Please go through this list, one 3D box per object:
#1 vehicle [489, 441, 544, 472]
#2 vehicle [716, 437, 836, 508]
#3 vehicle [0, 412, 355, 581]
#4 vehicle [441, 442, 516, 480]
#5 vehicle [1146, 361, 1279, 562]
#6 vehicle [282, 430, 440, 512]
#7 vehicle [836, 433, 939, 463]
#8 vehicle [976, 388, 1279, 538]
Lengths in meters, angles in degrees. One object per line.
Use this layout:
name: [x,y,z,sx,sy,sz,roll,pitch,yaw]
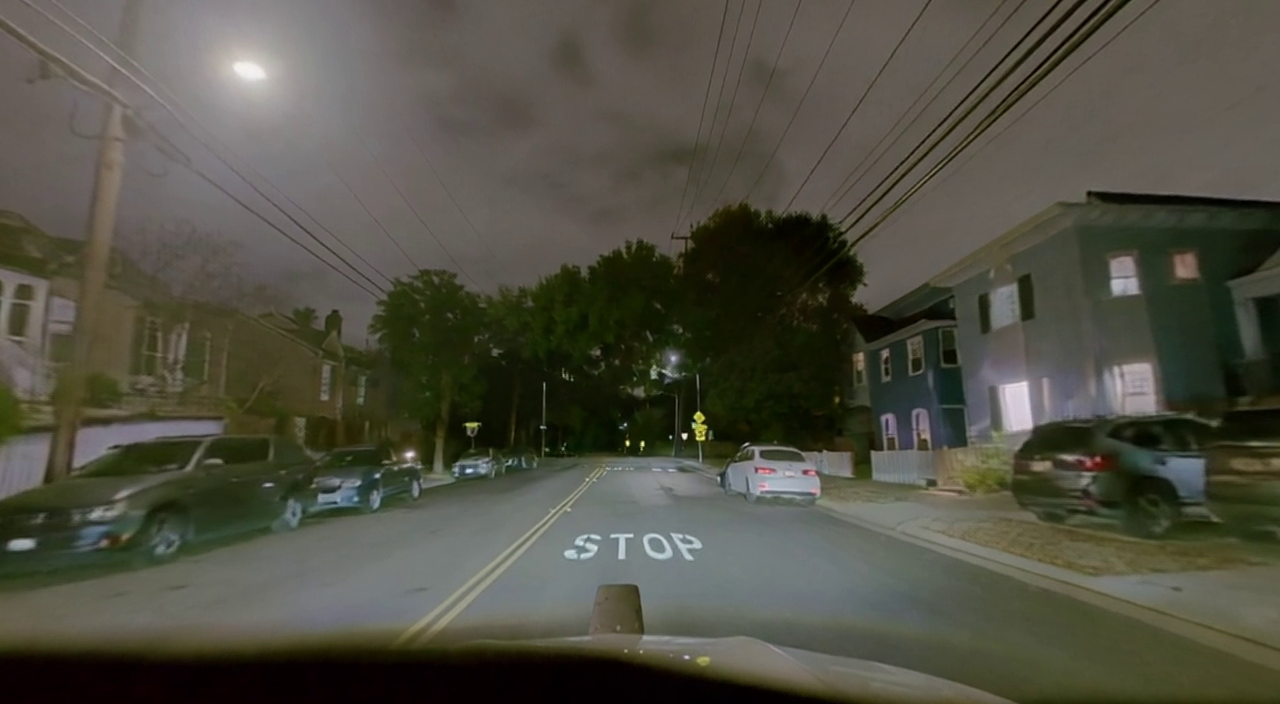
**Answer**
vehicle: [-6.604,5.630,34.237,2.026,1.560,4.062,0,-8,2]
vehicle: [3.317,3.056,16.664,1.963,1.536,5.446,0,-8,0]
vehicle: [-6.574,1.920,9.388,2.136,1.757,5.365,0,-8,0]
vehicle: [-6.877,4.686,27.427,2.056,1.481,4.451,0,-8,0]
vehicle: [8.474,1.123,6.533,4.507,1.939,2.304,0,-9,-4]
vehicle: [-6.616,2.851,15.638,1.896,1.703,4.586,0,-8,-1]
vehicle: [16.705,6.494,42.933,6.022,1.953,2.250,0,-9,1]
vehicle: [8.396,1.557,9.259,5.541,1.820,2.319,-1,-9,0]
